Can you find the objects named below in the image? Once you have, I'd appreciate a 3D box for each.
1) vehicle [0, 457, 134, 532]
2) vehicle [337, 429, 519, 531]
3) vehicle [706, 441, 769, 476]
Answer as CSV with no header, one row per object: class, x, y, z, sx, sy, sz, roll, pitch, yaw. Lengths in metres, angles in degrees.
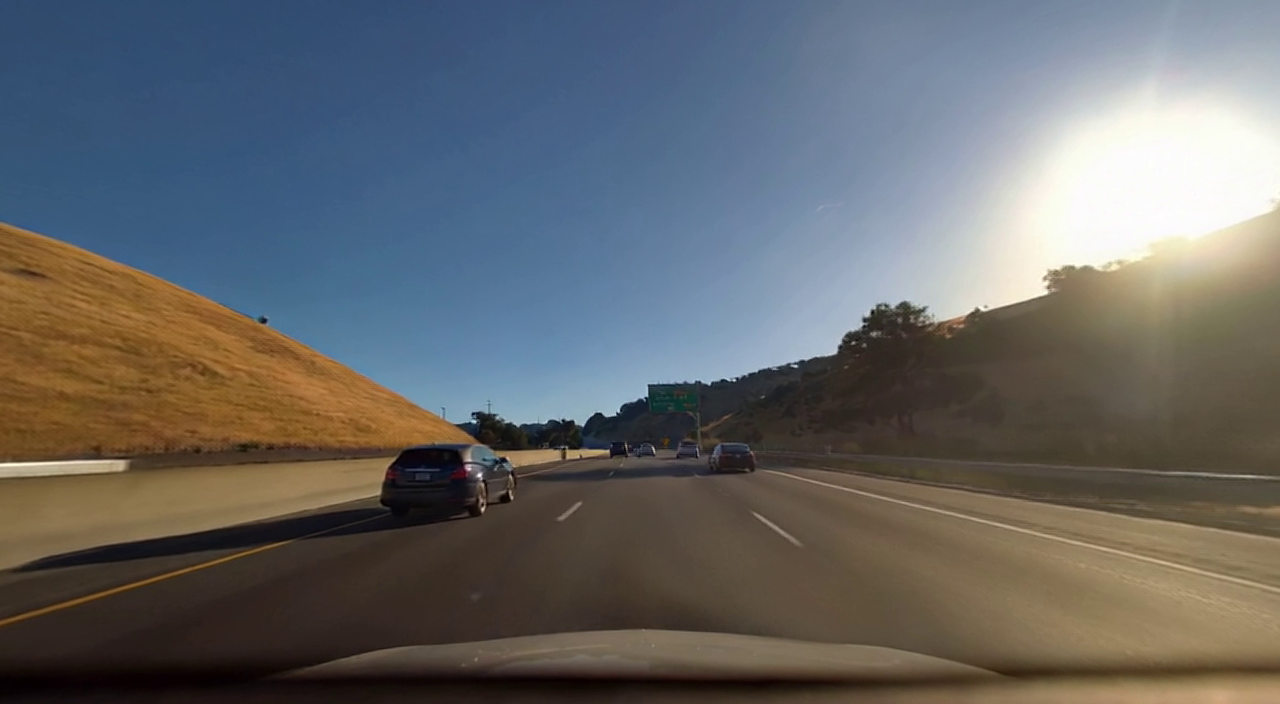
vehicle,-39.115,8.719,38.505,2.899,4.149,16.070,0,-8,1
vehicle,-3.575,2.214,11.508,1.910,1.521,3.930,0,-8,1
vehicle,3.921,4.340,25.975,1.976,1.352,3.602,0,-8,-1
